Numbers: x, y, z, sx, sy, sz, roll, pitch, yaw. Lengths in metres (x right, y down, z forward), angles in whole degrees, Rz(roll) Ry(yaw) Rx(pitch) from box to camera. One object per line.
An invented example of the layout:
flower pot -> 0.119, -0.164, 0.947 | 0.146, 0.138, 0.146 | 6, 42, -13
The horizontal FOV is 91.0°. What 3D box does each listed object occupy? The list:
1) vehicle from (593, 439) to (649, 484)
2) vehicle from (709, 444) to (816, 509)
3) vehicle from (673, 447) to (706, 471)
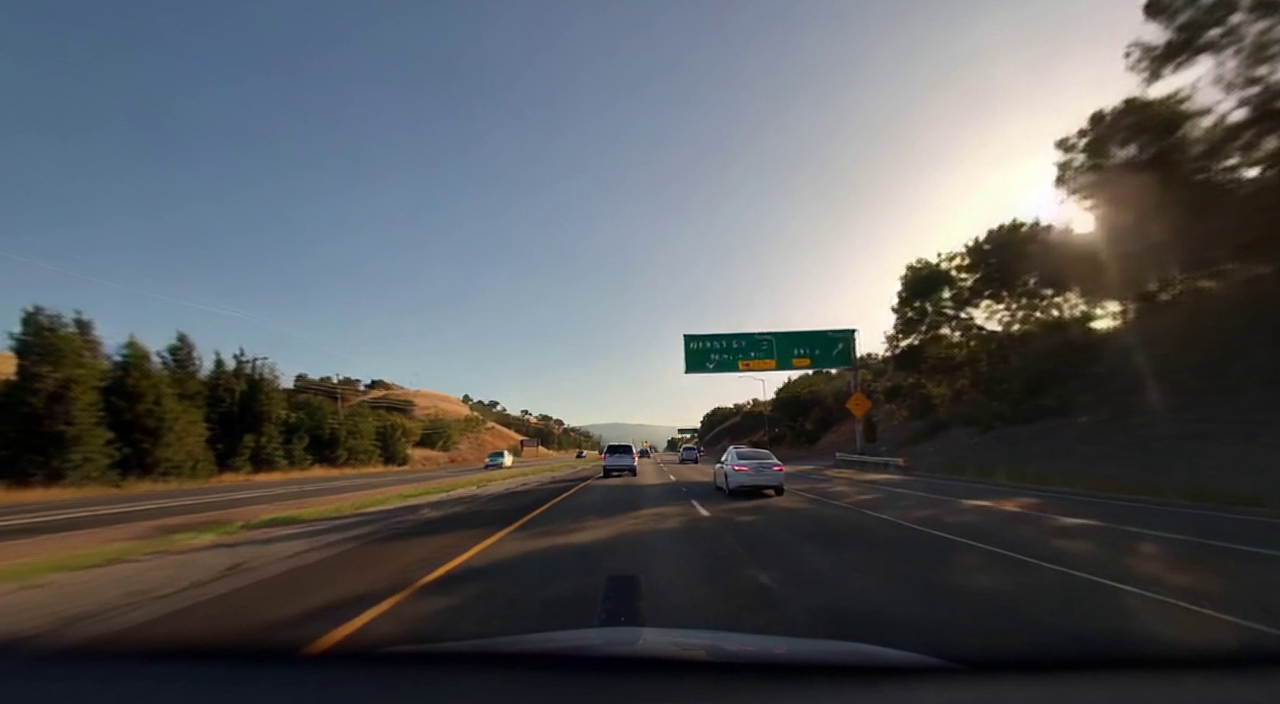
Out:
vehicle -> -0.713, 4.578, 26.558 | 2.142, 1.724, 4.344 | 0, -9, 0
vehicle -> 3.068, 3.199, 16.671 | 2.004, 1.471, 4.032 | 0, -9, 0
vehicle -> 3.460, 7.565, 44.753 | 2.047, 1.540, 4.294 | 0, -9, 0
